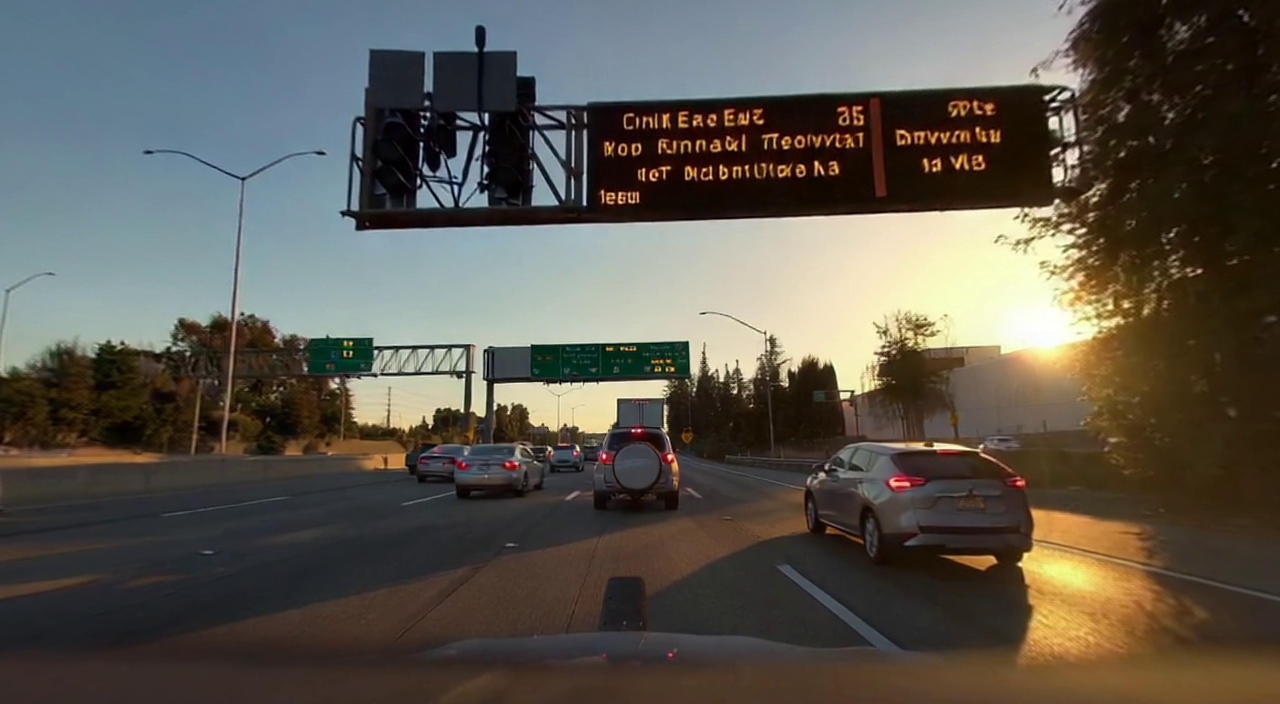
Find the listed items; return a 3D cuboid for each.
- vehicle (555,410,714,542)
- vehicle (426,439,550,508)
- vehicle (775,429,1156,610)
[{"bbox_3d":[-0.083,1.995,10.631,2.152,1.779,3.924,0,-9,0],"label":"vehicle"},{"bbox_3d":[-3.603,2.955,15.797,2.005,1.458,4.143,0,-9,1],"label":"vehicle"},{"bbox_3d":[3.186,1.721,7.516,2.018,1.470,4.491,0,-9,-2],"label":"vehicle"}]
